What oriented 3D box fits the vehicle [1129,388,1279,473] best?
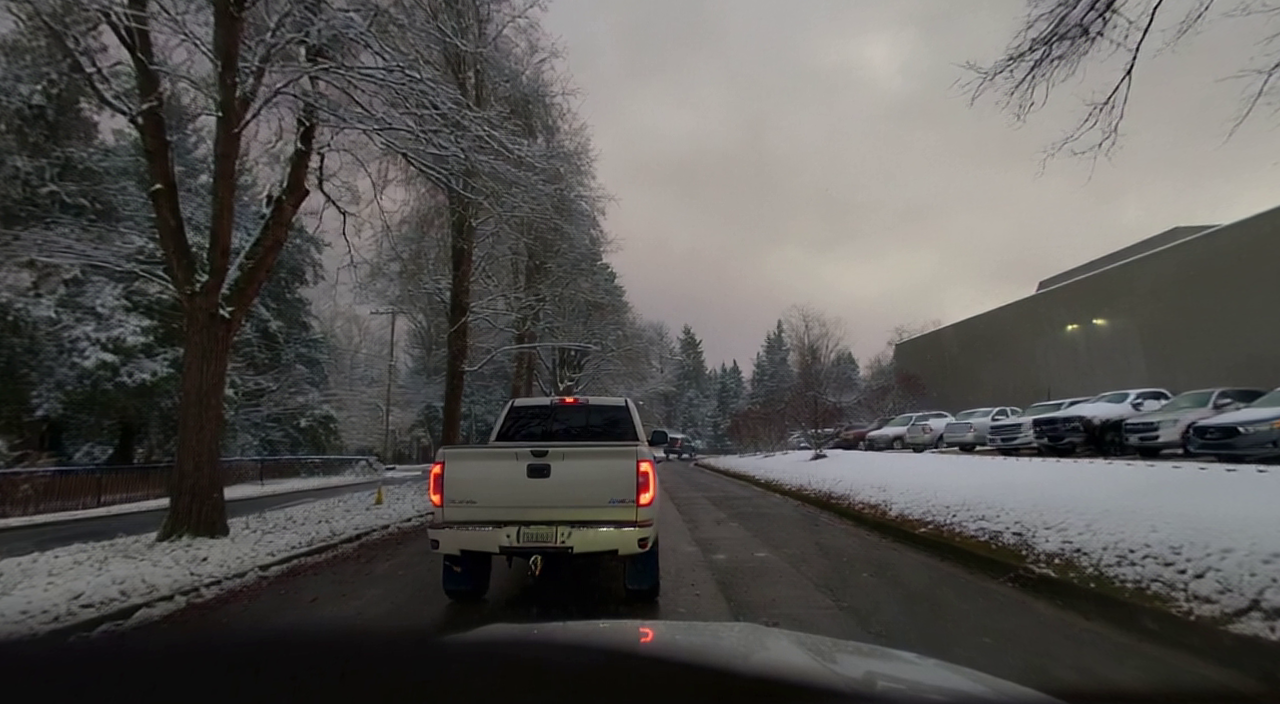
[{"bbox_3d":[11.882,1.417,11.474,4.298,1.392,1.944,-1,-8,2],"label":"vehicle"}]

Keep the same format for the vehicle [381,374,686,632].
[{"bbox_3d":[-0.684,1.435,7.070,2.157,1.816,5.039,0,-8,2],"label":"vehicle"}]
